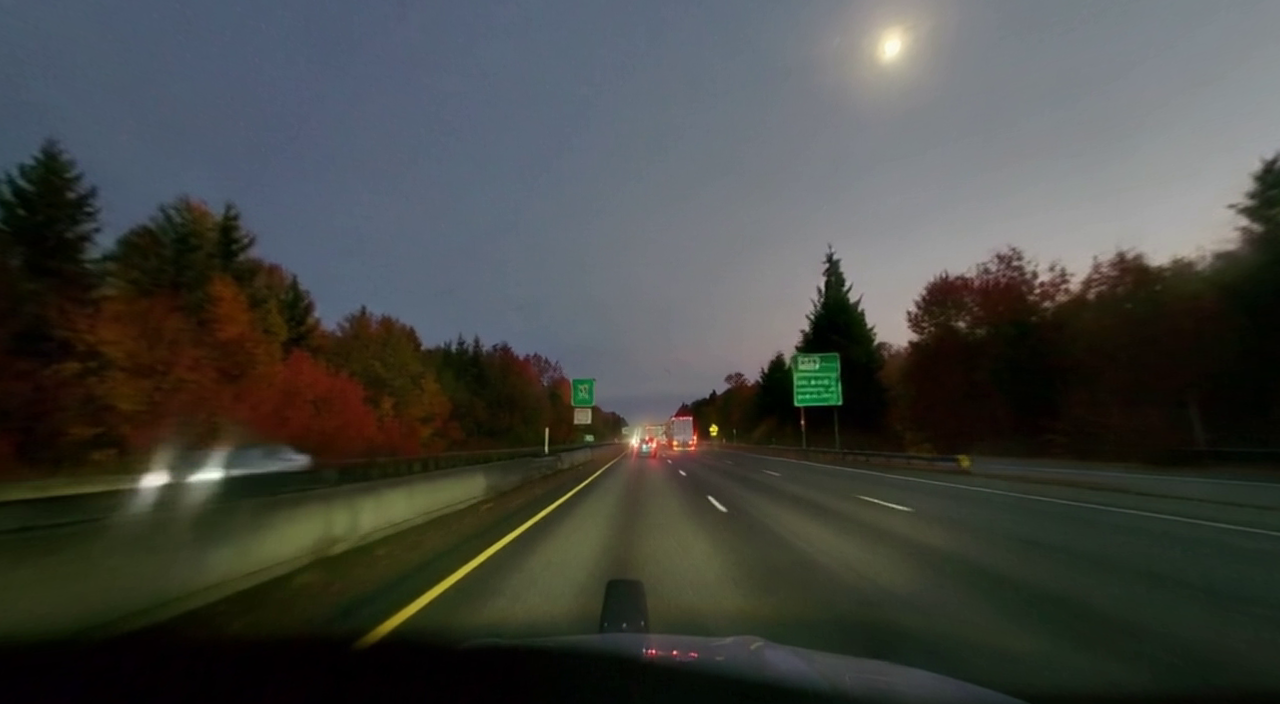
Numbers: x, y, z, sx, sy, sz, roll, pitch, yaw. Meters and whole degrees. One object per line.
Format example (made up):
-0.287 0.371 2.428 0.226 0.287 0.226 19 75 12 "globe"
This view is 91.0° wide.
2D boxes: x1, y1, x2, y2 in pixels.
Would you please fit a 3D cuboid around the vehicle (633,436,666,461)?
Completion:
0.600 5.948 38.853 1.924 1.498 3.817 0 -8 2 "vehicle"

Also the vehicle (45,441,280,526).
-9.779 2.658 13.382 1.887 1.520 3.936 0 -8 0 "vehicle"
